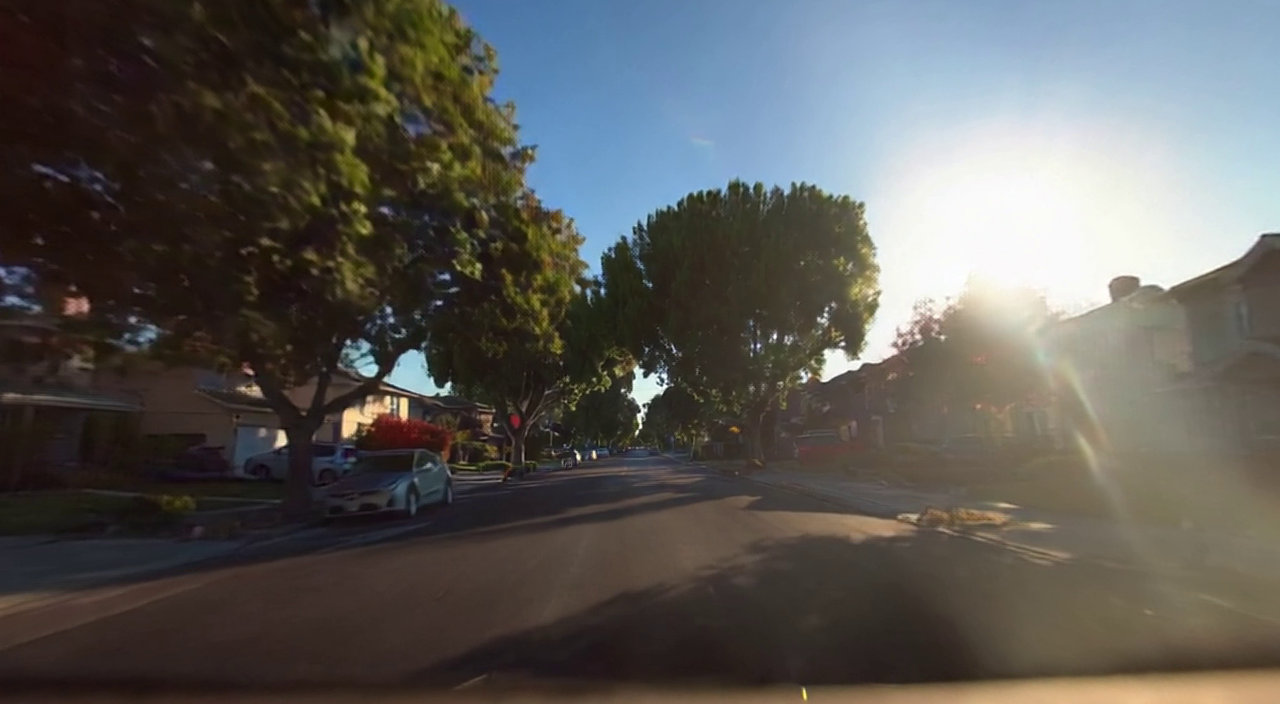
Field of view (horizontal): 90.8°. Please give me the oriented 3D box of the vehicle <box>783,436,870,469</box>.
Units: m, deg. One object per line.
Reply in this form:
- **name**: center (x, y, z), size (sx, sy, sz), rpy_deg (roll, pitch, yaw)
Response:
- **vehicle**: center (11.326, 6.136, 38.610), size (4.626, 1.880, 1.980), rpy_deg (1, -9, -9)

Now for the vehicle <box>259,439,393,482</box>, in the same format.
- **vehicle**: center (-12.148, 4.217, 24.631), size (4.135, 1.567, 1.944), rpy_deg (0, -9, 2)

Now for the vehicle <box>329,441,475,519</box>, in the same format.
- **vehicle**: center (-5.656, 3.078, 15.691), size (1.944, 1.621, 4.187), rpy_deg (-1, -9, 1)
